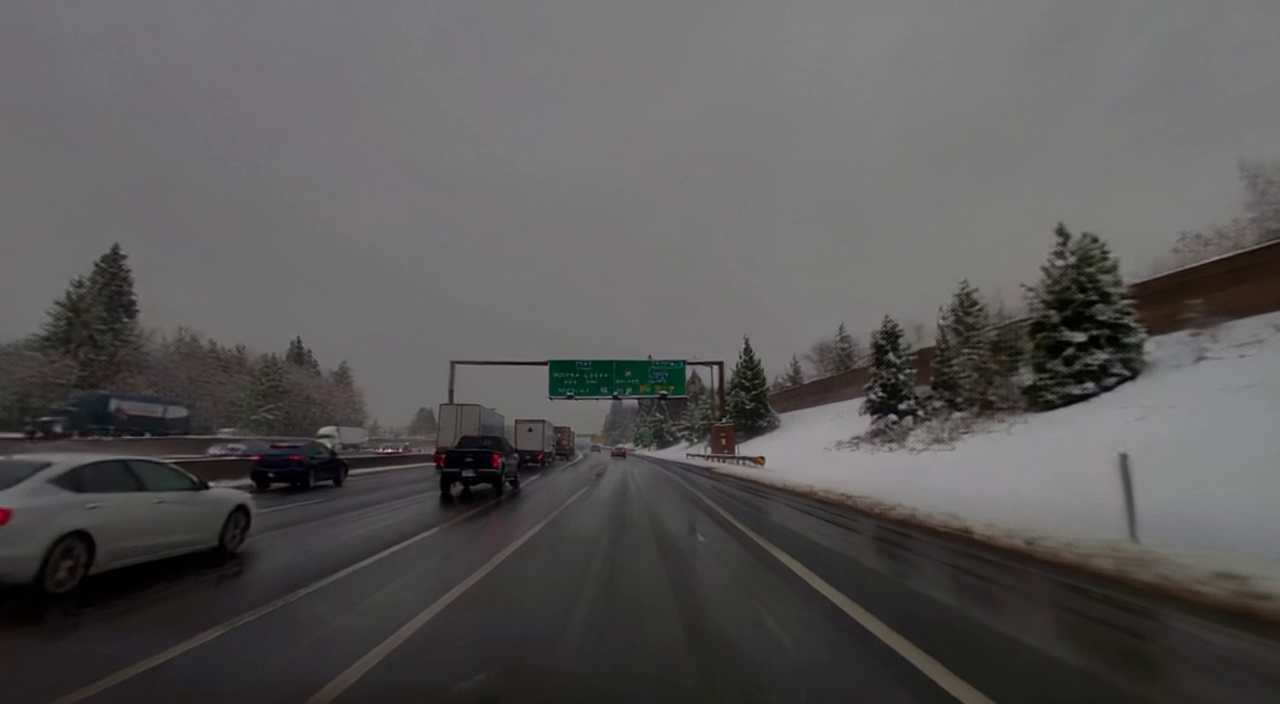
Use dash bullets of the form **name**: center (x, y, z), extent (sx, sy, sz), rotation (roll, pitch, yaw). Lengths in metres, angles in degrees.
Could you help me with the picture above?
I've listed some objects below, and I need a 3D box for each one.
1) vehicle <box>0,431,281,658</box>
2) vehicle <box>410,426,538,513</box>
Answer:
- **vehicle**: center (-5.133, 1.393, 5.071), extent (1.932, 1.445, 4.625), rotation (0, -8, -2)
- **vehicle**: center (-3.888, 2.838, 15.867), extent (2.093, 1.785, 5.303), rotation (0, -8, -4)
